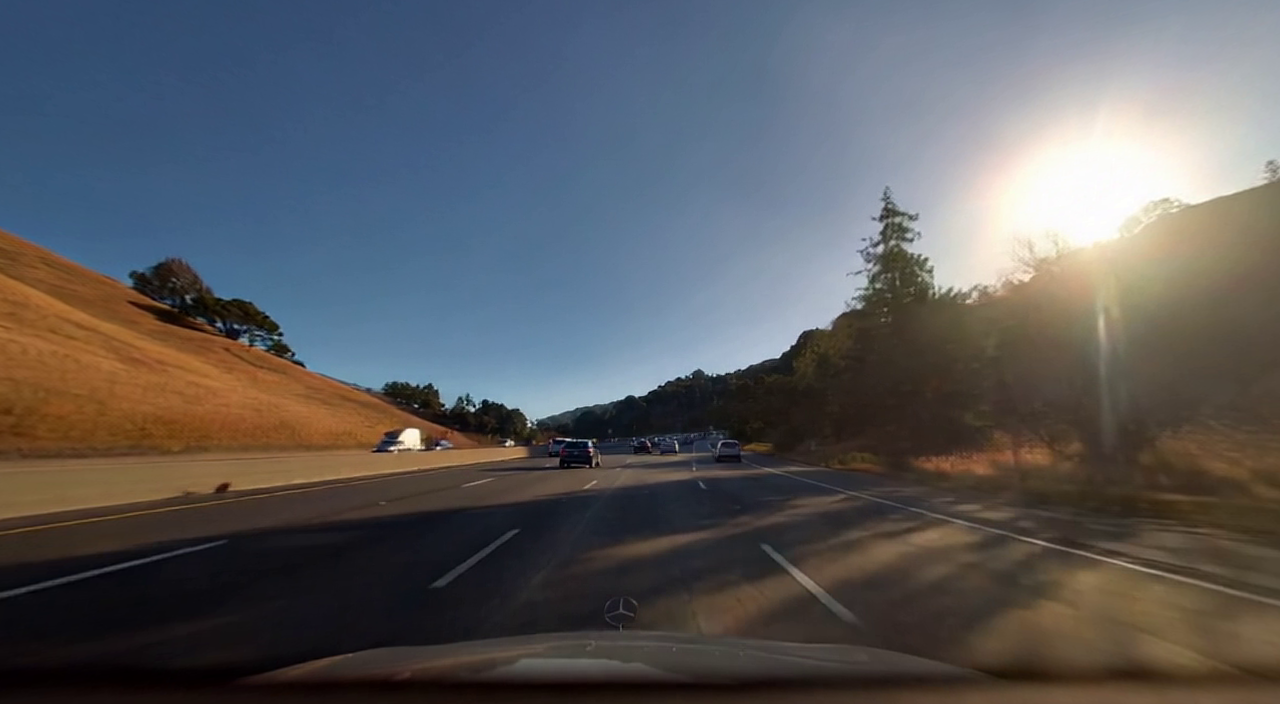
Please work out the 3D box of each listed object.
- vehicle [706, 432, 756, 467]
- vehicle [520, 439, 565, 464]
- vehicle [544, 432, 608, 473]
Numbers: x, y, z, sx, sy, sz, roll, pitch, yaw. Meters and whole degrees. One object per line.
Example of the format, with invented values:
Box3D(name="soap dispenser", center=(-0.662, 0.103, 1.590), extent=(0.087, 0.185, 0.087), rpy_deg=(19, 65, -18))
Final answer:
Box3D(name="vehicle", center=(4.980, 5.416, 35.237), extent=(2.164, 1.788, 4.500), rpy_deg=(0, -8, 1))
Box3D(name="vehicle", center=(-6.254, 6.398, 40.922), extent=(1.975, 1.520, 4.390), rpy_deg=(-1, -8, 3))
Box3D(name="vehicle", center=(-2.798, 4.550, 28.865), extent=(2.166, 1.700, 4.661), rpy_deg=(-1, -8, 4))
